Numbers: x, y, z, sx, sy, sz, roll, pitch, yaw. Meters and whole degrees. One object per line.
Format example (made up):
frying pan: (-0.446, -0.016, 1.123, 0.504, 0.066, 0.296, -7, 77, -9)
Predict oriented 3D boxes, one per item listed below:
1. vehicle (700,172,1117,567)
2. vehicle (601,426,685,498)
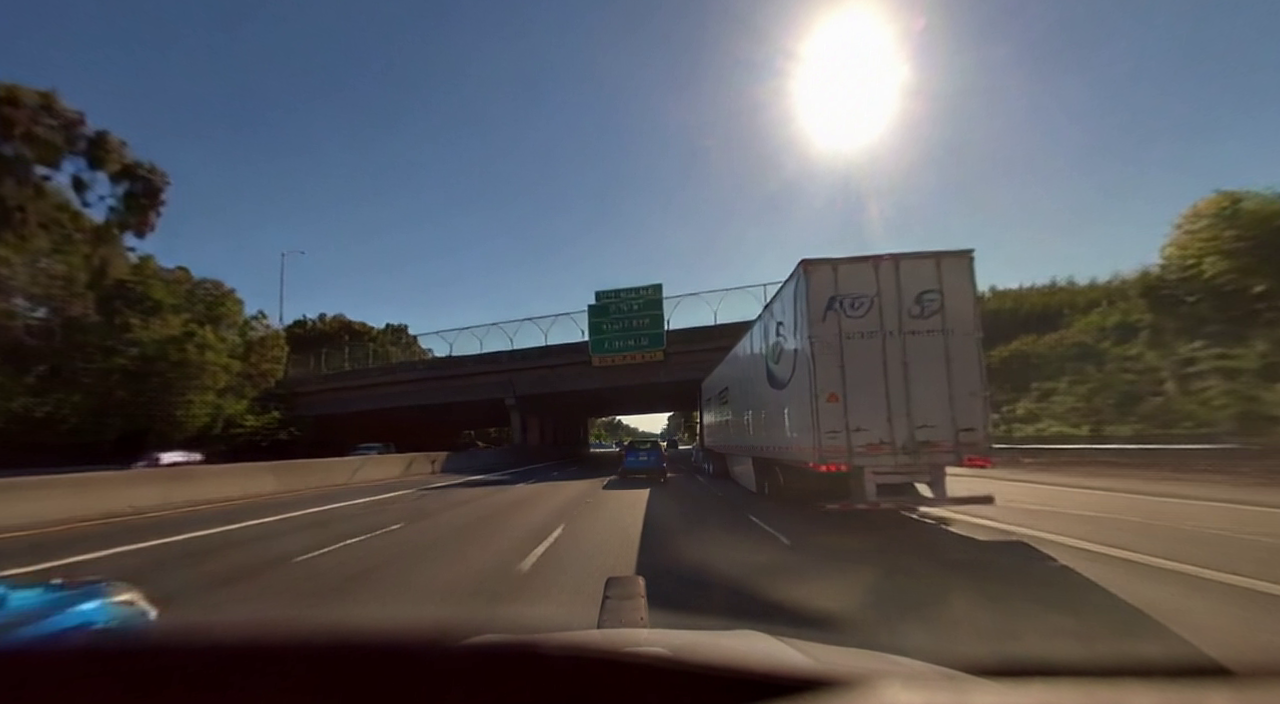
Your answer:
vehicle: (3.453, 1.250, 14.414, 2.909, 4.135, 15.820, -1, -8, 1)
vehicle: (0.073, 3.013, 17.567, 2.054, 1.706, 4.201, -1, -8, 0)
